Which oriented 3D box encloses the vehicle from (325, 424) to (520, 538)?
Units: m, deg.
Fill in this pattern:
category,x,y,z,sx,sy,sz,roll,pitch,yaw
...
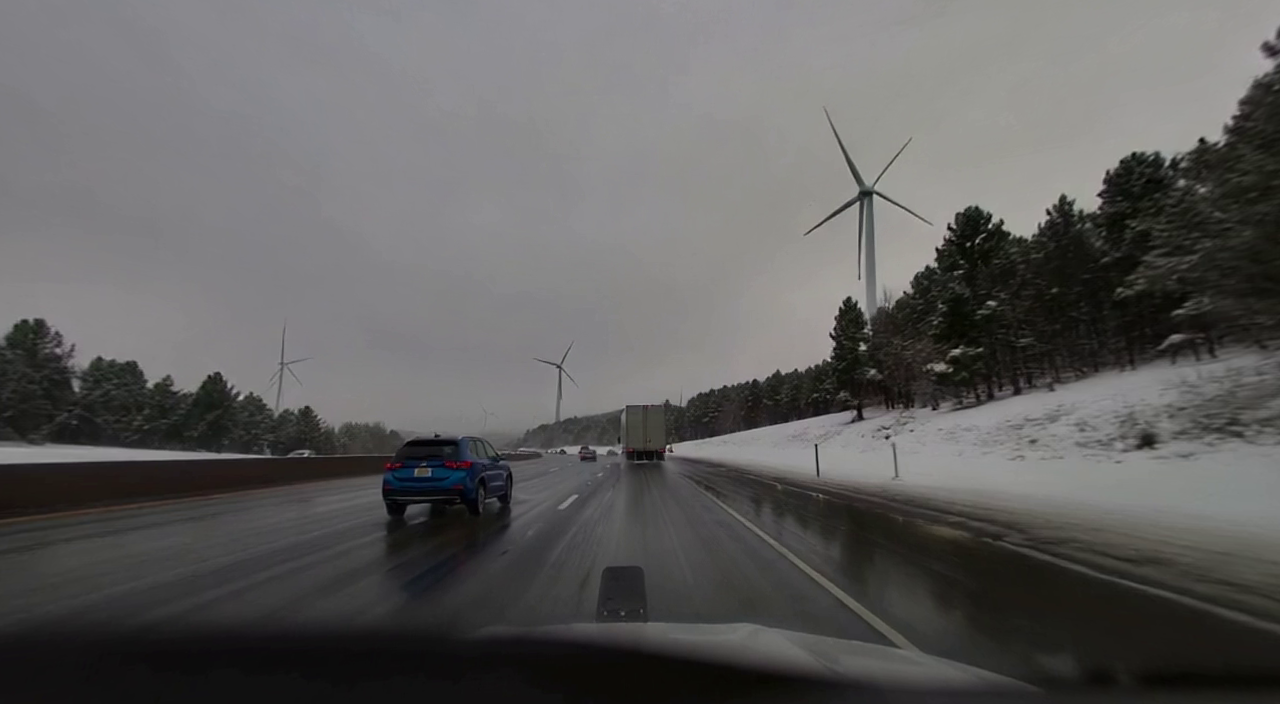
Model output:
category,x,y,z,sx,sy,sz,roll,pitch,yaw
vehicle,-3.617,2.208,11.318,2.109,1.684,3.783,0,-8,0
